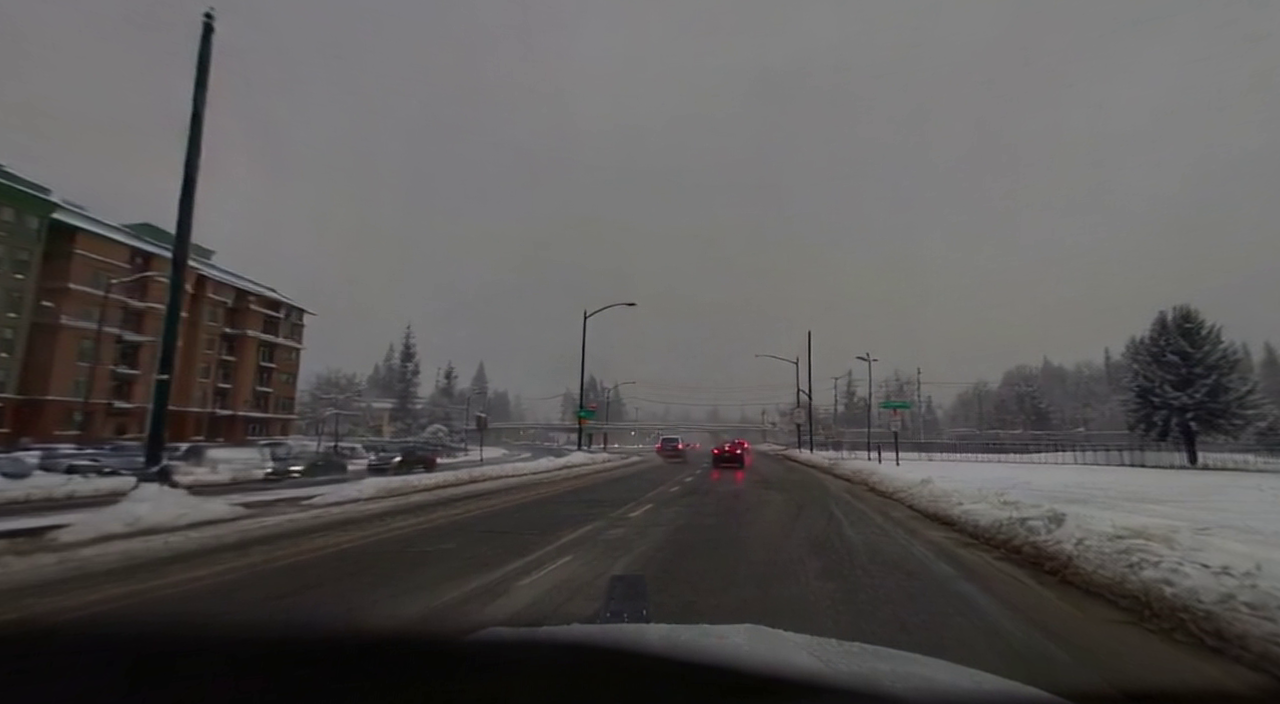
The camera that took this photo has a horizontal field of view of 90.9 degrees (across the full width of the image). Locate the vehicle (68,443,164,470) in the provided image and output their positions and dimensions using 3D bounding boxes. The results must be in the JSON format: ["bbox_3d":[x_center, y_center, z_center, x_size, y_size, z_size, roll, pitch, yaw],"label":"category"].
[{"bbox_3d":[-30.784,6.097,37.023,4.431,1.510,1.947,-2,-9,13],"label":"vehicle"}]

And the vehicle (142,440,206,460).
[{"bbox_3d":[-35.615,7.487,48.220,3.833,1.487,1.764,-2,-9,13],"label":"vehicle"}]

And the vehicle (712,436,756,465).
[{"bbox_3d":[5.002,5.317,34.093,2.041,1.444,4.710,-1,-8,4],"label":"vehicle"}]

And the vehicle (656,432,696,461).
[{"bbox_3d":[2.310,5.901,39.331,2.031,1.692,4.284,-1,-8,9],"label":"vehicle"}]
